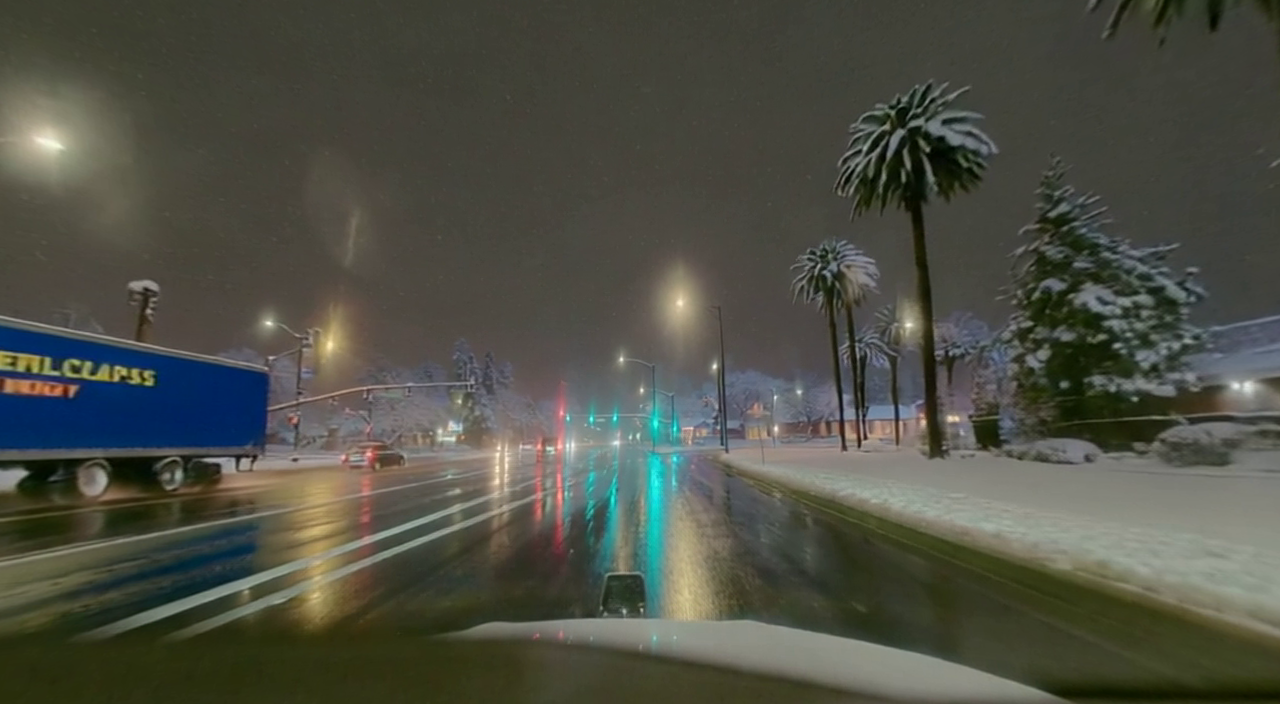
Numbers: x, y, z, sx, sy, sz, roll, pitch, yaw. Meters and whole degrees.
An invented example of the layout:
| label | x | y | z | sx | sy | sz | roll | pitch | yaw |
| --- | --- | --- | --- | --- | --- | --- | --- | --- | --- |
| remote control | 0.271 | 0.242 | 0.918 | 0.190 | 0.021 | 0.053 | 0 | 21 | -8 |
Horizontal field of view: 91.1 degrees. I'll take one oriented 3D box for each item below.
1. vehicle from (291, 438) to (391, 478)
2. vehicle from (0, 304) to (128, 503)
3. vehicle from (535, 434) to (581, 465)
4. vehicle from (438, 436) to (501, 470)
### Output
| label | x | y | z | sx | sy | sz | roll | pitch | yaw |
| --- | --- | --- | --- | --- | --- | --- | --- | --- | --- |
| vehicle | -11.899 | 4.221 | 25.327 | 1.900 | 1.462 | 4.225 | 0 | -9 | 1 |
| vehicle | -15.075 | 0.326 | 8.197 | 2.961 | 4.167 | 16.429 | 0 | -9 | 0 |
| vehicle | -4.912 | 5.908 | 38.164 | 2.114 | 1.784 | 4.450 | 0 | -9 | 1 |
| vehicle | -8.507 | 5.084 | 31.683 | 1.977 | 1.584 | 3.983 | 0 | -9 | 1 |
